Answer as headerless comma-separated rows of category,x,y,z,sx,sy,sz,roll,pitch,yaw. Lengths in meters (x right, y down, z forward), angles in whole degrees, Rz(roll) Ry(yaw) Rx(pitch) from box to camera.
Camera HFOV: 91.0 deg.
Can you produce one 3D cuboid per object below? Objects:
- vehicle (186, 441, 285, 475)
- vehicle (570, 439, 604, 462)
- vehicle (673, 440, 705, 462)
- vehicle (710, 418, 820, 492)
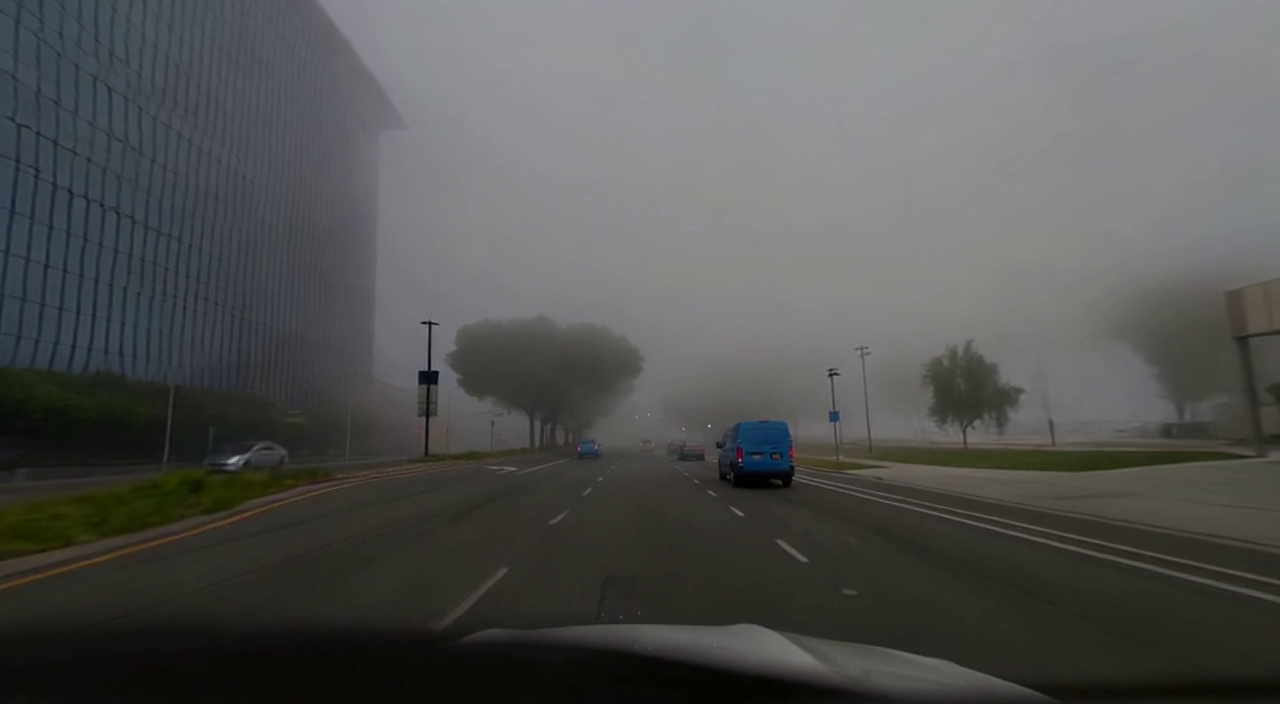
vehicle,-19.909,5.224,31.250,1.836,1.512,4.493,0,-8,1
vehicle,-3.543,6.709,42.822,1.864,1.464,4.195,0,-9,1
vehicle,3.405,6.958,44.285,1.867,1.493,4.190,0,-9,-1
vehicle,3.558,3.070,19.067,2.200,1.914,5.145,0,-9,-1
